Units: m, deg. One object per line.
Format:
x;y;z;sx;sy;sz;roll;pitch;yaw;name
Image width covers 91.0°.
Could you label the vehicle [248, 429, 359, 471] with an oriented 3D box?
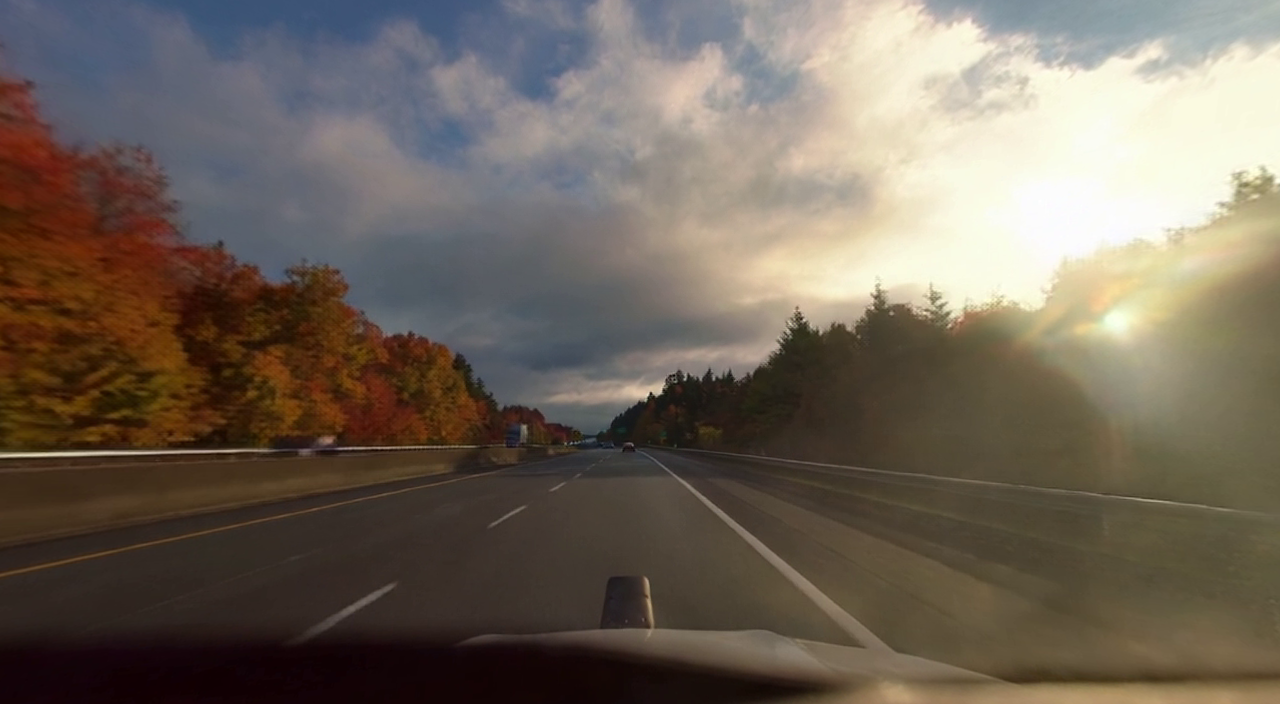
-13.456;3.945;25.565;1.870;1.530;4.700;0;-8;1;vehicle
